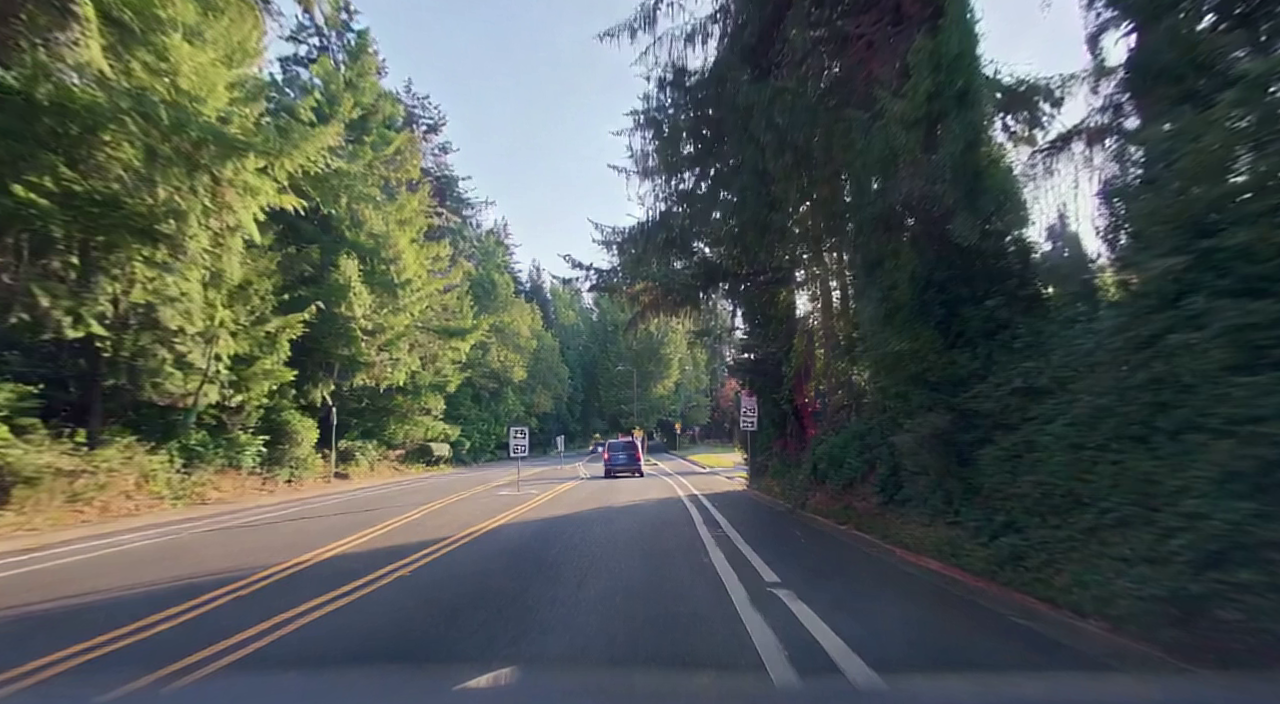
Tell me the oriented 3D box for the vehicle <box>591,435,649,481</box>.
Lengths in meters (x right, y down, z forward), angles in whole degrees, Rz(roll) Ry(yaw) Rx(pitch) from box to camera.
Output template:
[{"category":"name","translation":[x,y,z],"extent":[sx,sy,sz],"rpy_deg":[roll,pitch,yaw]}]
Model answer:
[{"category":"vehicle","translation":[-0.849,4.330,25.948],"extent":[2.216,1.708,4.110],"rpy_deg":[1,-9,-3]}]
